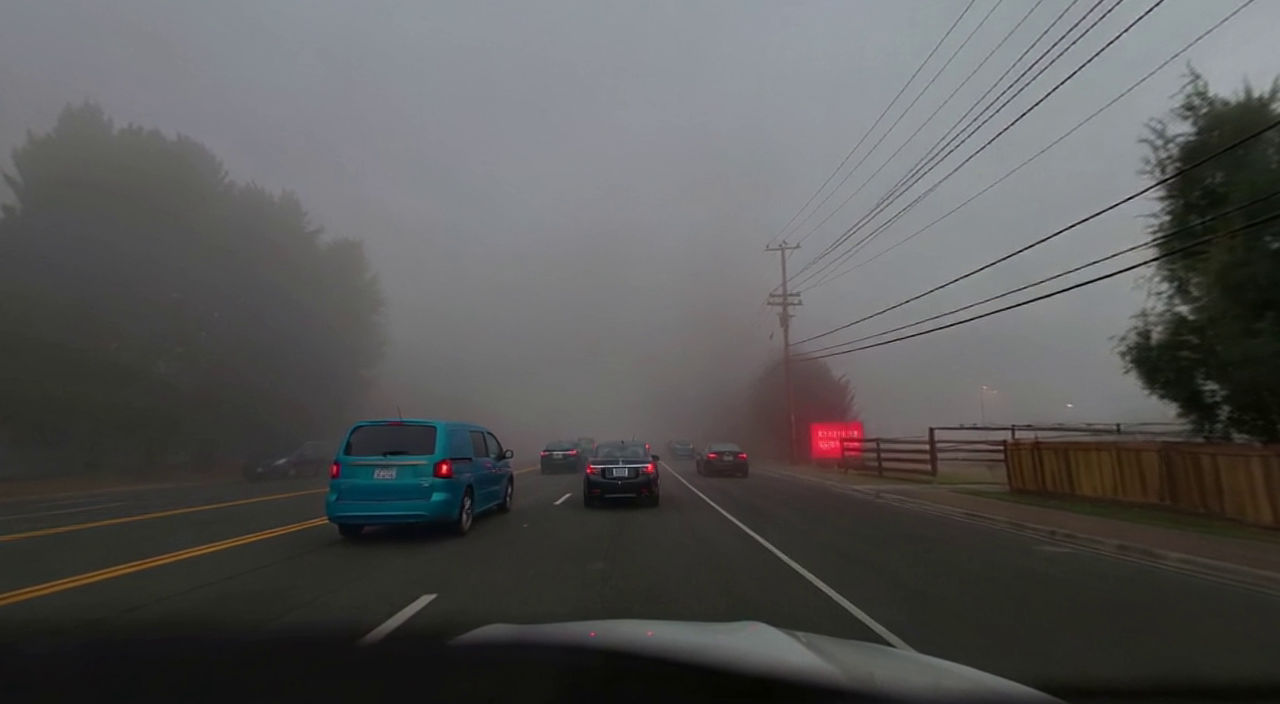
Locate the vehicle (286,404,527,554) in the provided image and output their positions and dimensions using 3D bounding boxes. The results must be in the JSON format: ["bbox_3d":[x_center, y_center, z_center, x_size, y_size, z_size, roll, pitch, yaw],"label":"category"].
[{"bbox_3d":[-3.321,1.925,10.259,2.092,1.839,4.736,0,-9,0],"label":"vehicle"}]

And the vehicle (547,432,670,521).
[{"bbox_3d":[-0.547,2.427,12.776,2.097,1.511,3.809,0,-9,0],"label":"vehicle"}]

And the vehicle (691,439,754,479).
[{"bbox_3d":[3.249,4.321,25.802,1.878,1.479,4.461,0,-9,-1],"label":"vehicle"}]

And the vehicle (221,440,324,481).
[{"bbox_3d":[-17.208,5.085,29.897,2.029,1.790,4.668,0,-9,0],"label":"vehicle"}]
